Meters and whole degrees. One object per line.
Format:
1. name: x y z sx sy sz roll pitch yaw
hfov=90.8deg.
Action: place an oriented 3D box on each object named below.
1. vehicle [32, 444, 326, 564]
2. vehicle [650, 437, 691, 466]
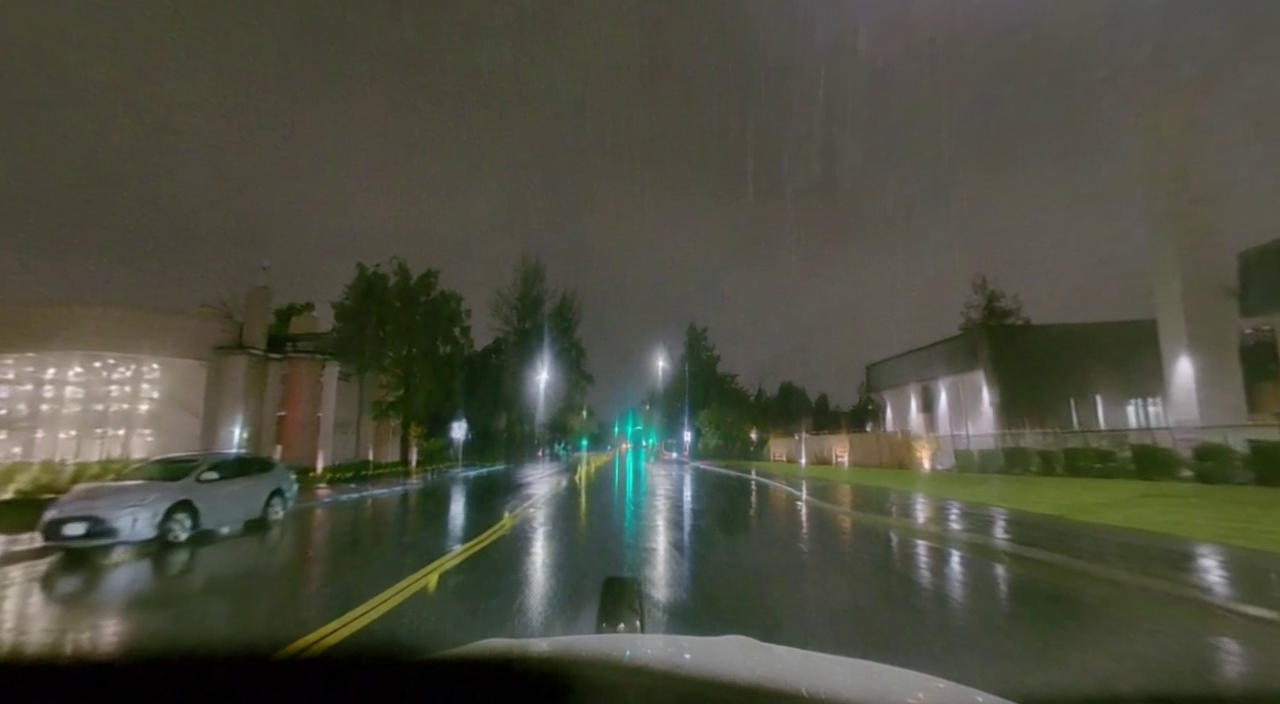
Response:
1. vehicle: -7.513 2.441 11.031 1.928 1.537 4.439 -2 -8 -2
2. vehicle: 2.031 6.911 43.961 2.248 1.821 5.021 0 -9 -4
